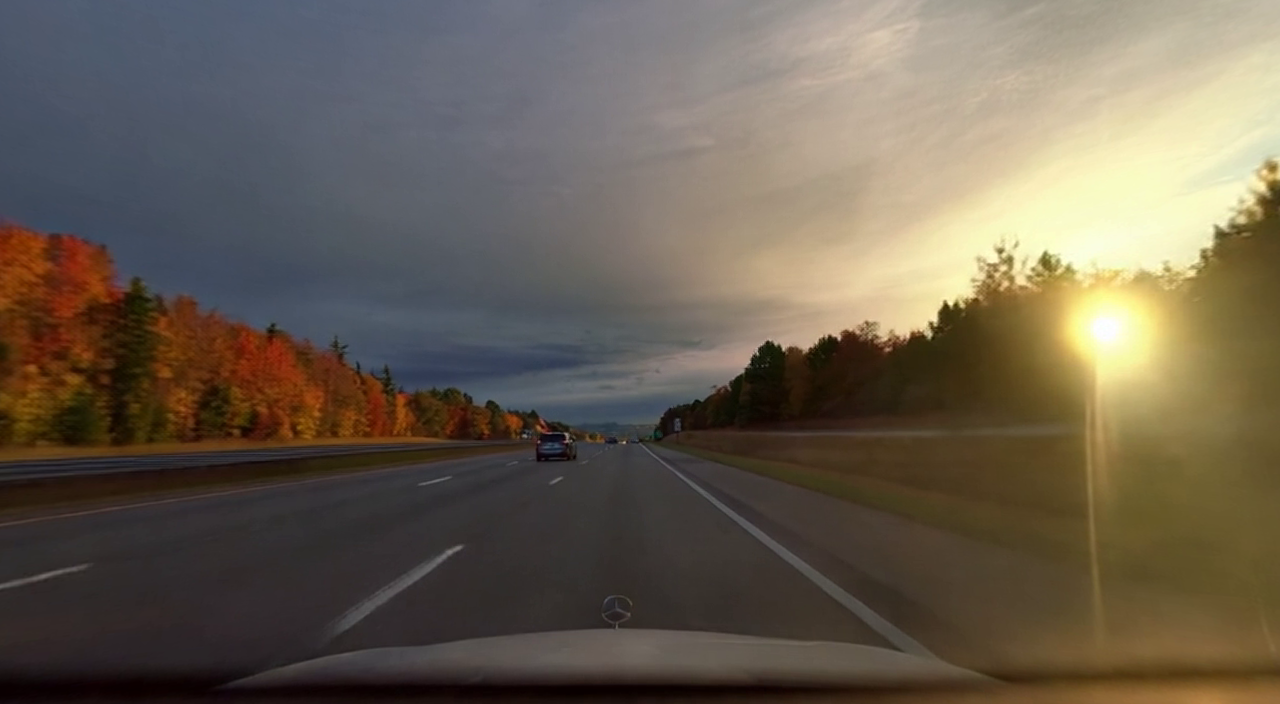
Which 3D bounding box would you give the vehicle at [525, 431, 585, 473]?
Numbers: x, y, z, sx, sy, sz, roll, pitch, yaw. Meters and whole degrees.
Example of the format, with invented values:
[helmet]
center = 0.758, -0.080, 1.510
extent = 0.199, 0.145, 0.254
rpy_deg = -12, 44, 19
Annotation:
[vehicle]
center = -3.594, 4.304, 27.385
extent = 2.057, 1.666, 4.552
rpy_deg = 0, -8, -1
